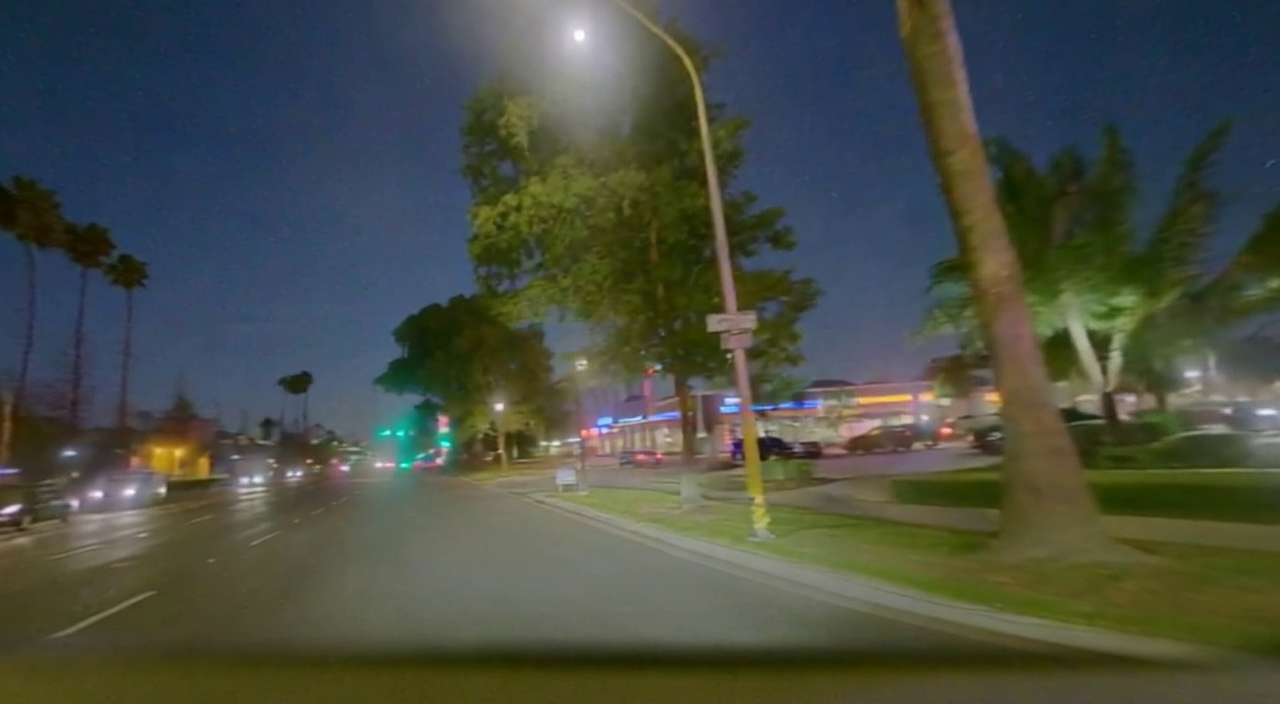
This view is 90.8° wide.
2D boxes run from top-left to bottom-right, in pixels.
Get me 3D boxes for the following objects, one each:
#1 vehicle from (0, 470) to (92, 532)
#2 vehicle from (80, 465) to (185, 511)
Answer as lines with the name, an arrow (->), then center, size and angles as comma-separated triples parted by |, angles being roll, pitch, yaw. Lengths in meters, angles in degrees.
vehicle -> -20.835, 4.878, 21.061 | 2.199, 1.696, 4.440 | 3, -9, -18
vehicle -> -24.189, 6.456, 30.399 | 2.306, 1.807, 4.927 | 3, -9, -19
